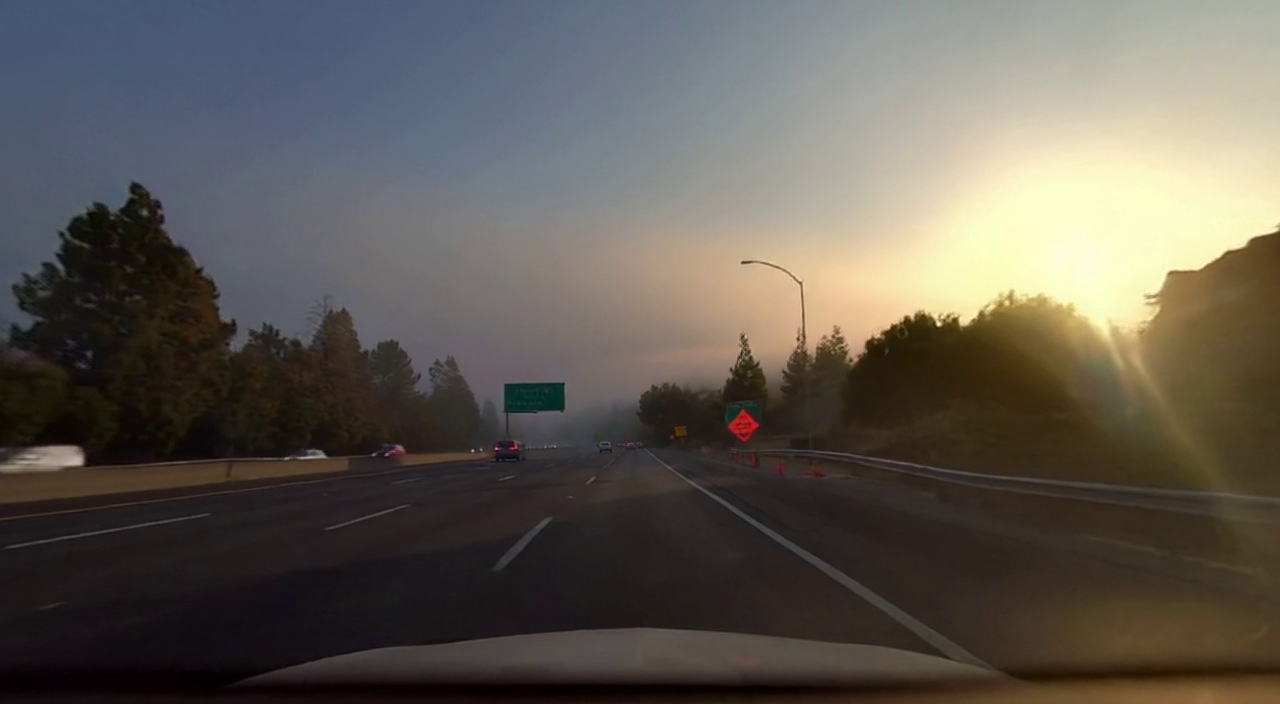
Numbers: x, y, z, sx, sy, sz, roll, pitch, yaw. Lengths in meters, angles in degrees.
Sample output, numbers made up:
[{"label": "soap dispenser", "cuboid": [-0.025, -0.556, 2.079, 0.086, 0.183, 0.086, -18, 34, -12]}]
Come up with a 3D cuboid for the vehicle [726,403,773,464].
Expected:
[{"label": "vehicle", "cuboid": [6.677, 5.029, 38.828, 2.397, 3.584, 2.509, 0, -8, 1]}]

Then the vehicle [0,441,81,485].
[{"label": "vehicle", "cuboid": [-28.440, 4.910, 28.073, 2.264, 1.879, 5.322, 0, -8, -1]}]
